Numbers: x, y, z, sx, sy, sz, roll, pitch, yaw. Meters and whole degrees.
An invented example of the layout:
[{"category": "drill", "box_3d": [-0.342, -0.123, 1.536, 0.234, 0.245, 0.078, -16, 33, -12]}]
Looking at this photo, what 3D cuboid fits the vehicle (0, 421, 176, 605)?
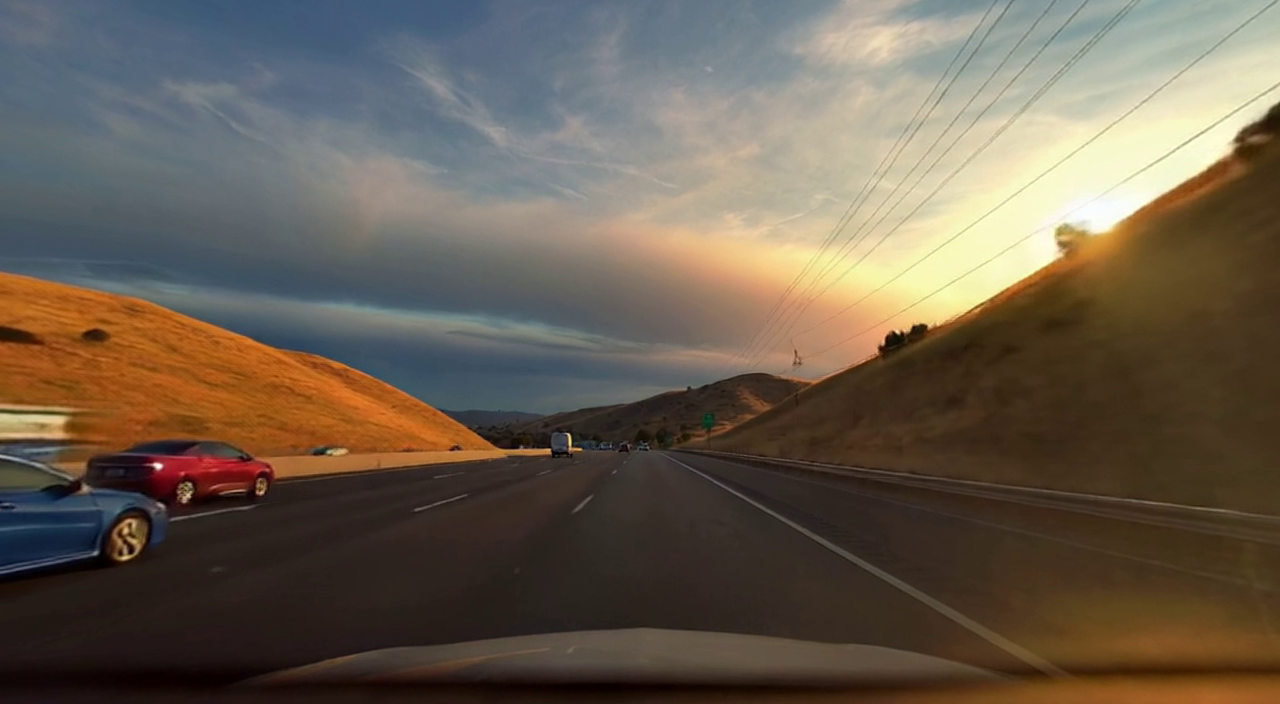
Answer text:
[{"category": "vehicle", "box_3d": [-6.164, 1.216, 4.567, 1.955, 1.469, 4.554, 0, -9, 3]}]
